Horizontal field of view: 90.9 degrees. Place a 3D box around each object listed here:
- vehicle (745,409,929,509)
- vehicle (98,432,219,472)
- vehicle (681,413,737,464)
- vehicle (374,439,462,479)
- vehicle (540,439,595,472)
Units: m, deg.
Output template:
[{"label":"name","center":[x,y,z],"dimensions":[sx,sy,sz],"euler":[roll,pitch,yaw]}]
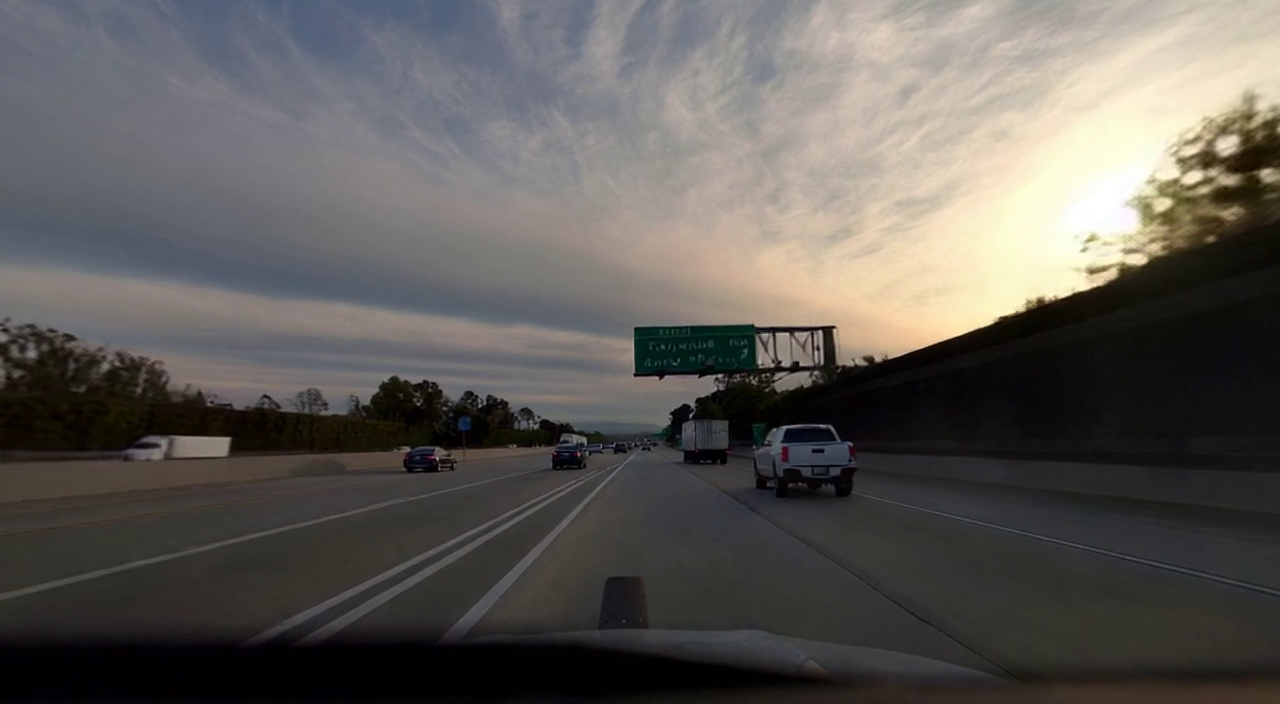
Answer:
[{"label":"vehicle","center":[4.382,2.564,15.594],"dimensions":[2.355,1.930,6.633],"euler":[0,-8,-1]},{"label":"vehicle","center":[-35.823,7.474,47.413],"dimensions":[2.699,2.732,7.805],"euler":[0,-8,2]},{"label":"vehicle","center":[4.377,5.721,41.505],"dimensions":[2.732,3.052,7.118],"euler":[0,-8,-1]},{"label":"vehicle","center":[-8.902,4.298,25.748],"dimensions":[1.899,1.465,4.589],"euler":[0,-8,0]},{"label":"vehicle","center":[-3.410,4.945,30.423],"dimensions":[1.981,1.473,4.317],"euler":[0,-8,2]}]
